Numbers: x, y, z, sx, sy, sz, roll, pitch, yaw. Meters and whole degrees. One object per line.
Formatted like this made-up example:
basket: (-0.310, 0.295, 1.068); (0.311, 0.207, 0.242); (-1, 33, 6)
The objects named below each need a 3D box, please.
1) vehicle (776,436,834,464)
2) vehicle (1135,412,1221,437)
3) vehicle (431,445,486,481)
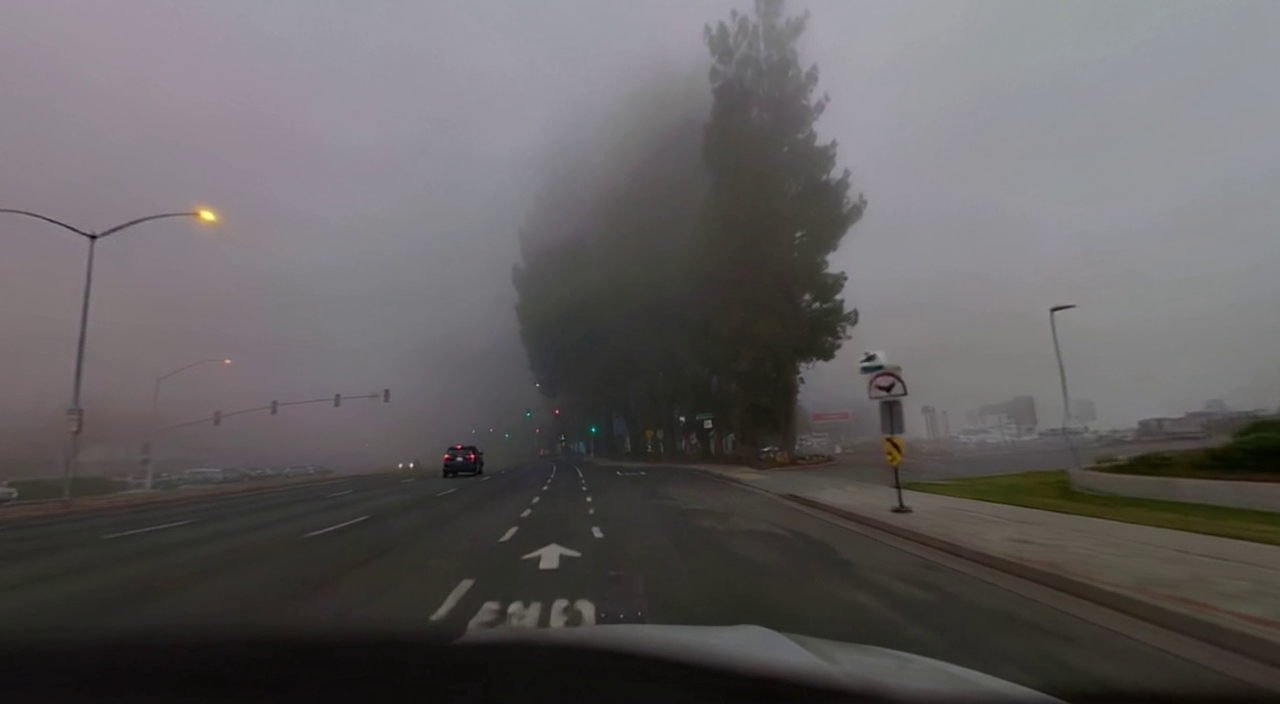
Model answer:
vehicle: (9.779, 5.825, 37.870); (2.076, 1.505, 4.770); (-1, -8, -2)
vehicle: (36.195, 4.953, 42.638); (1.742, 1.432, 4.338); (-1, -9, -4)
vehicle: (-9.649, 5.904, 33.981); (1.985, 1.772, 4.479); (0, -9, -5)
